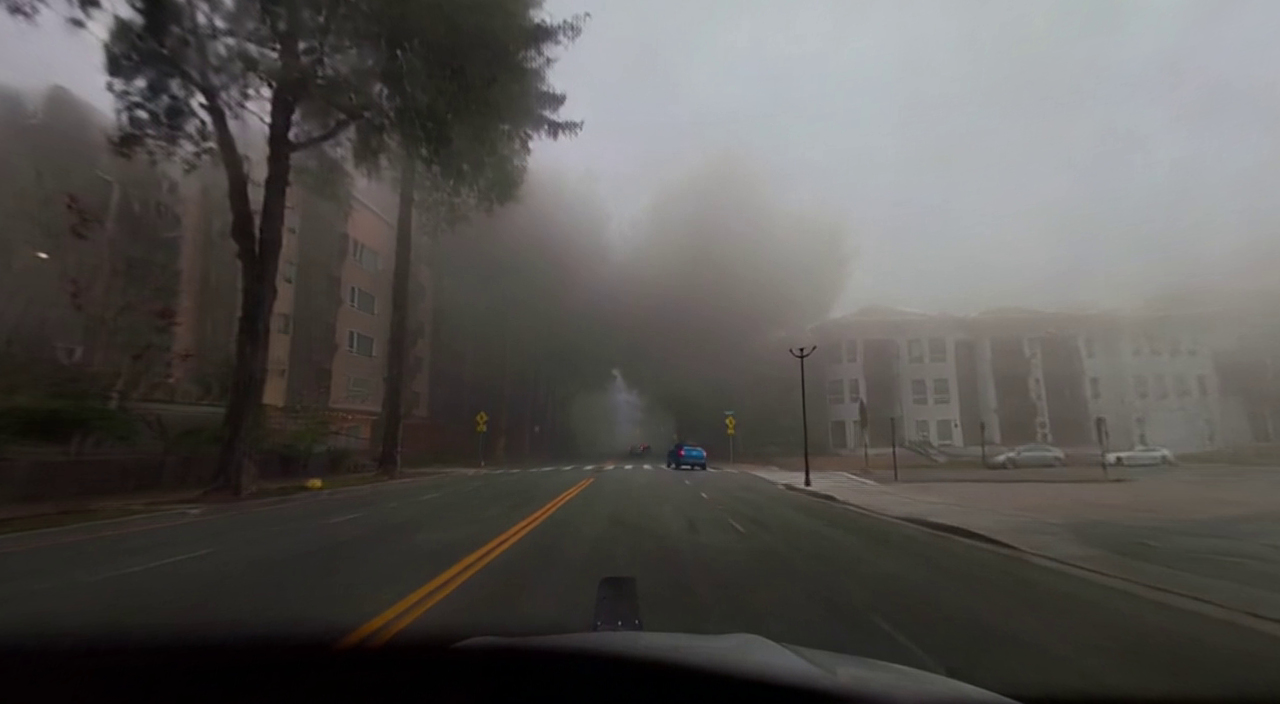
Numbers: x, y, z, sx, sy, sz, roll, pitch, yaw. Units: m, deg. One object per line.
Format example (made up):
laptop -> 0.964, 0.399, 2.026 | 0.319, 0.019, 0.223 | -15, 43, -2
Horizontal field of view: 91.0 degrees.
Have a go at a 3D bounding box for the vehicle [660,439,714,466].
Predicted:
vehicle -> 3.107, 6.792, 42.570 | 1.981, 1.703, 3.691 | 4, -9, -27

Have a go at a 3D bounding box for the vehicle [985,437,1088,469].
vehicle -> 23.946, 6.119, 38.159 | 4.676, 1.775, 2.085 | -2, -9, 2

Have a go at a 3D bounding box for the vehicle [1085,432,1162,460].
vehicle -> 33.846, 6.599, 44.224 | 1.887, 1.808, 4.443 | -1, -8, 1
